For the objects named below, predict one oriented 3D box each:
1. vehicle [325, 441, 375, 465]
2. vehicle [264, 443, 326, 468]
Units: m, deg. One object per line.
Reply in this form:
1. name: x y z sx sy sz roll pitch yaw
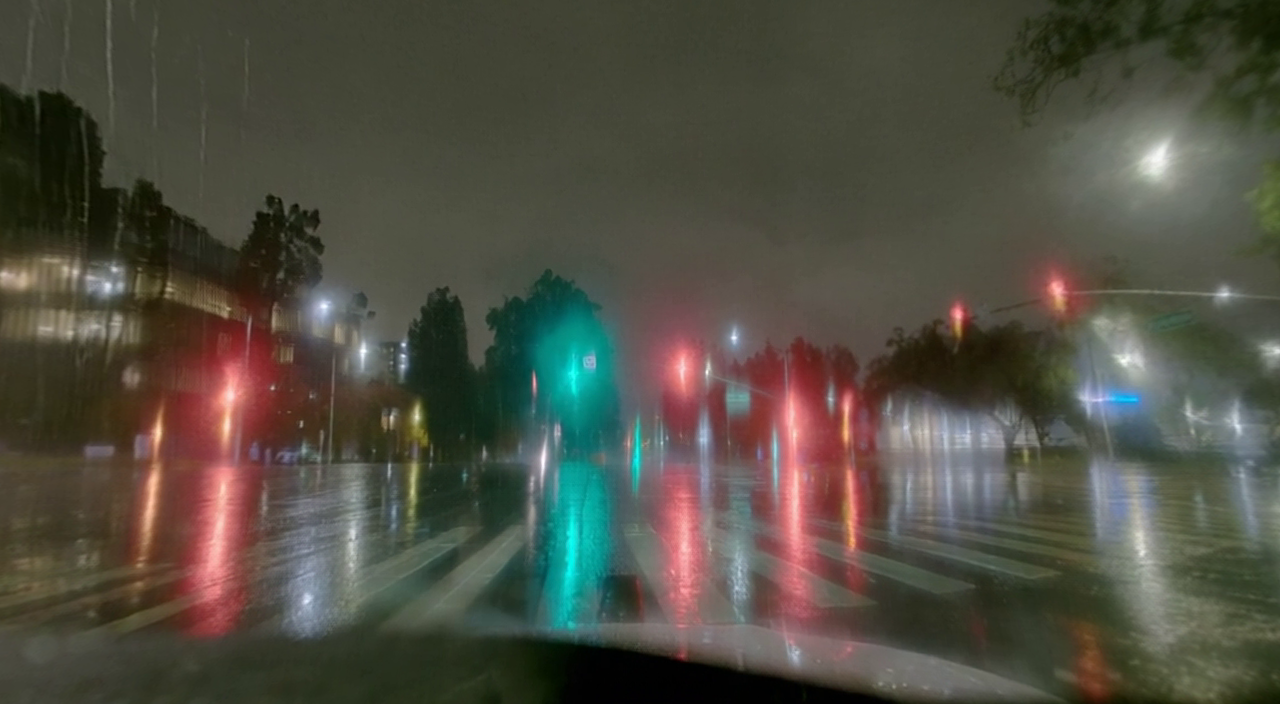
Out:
1. vehicle: -22.453 7.827 49.107 2.023 1.706 4.756 1 -9 -6
2. vehicle: -21.847 6.556 40.148 2.005 1.496 4.020 1 -9 -6
